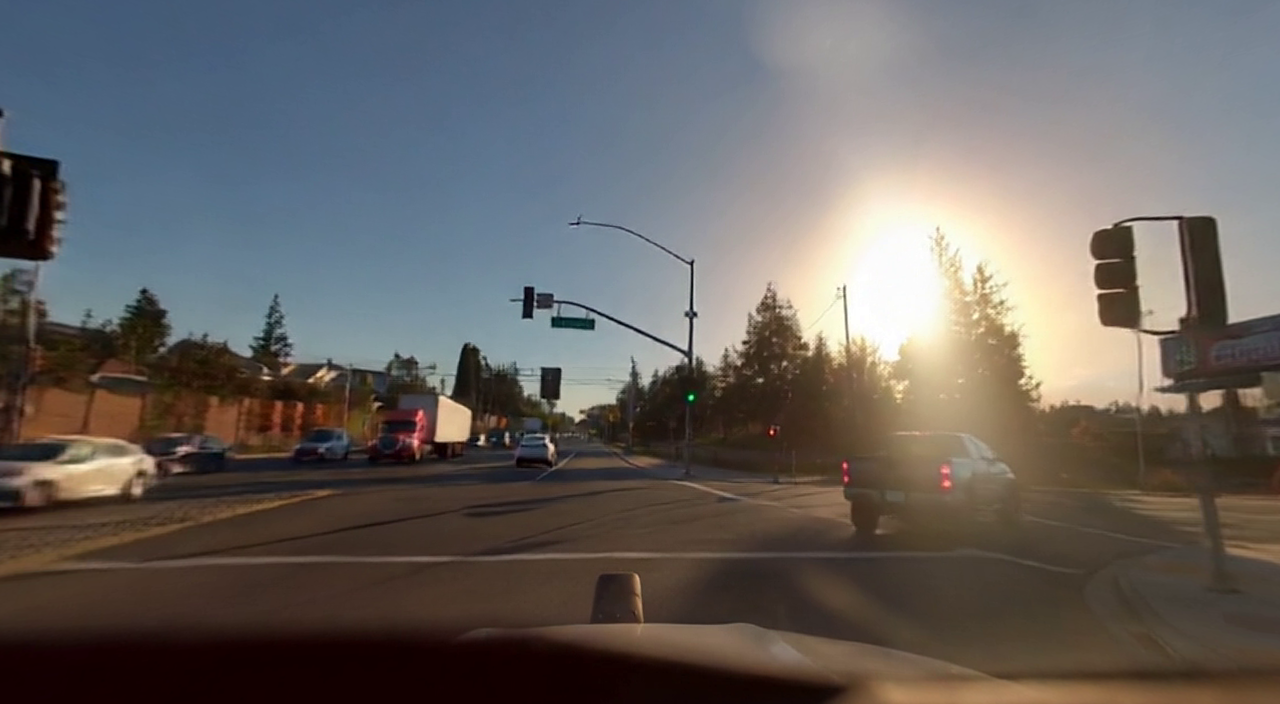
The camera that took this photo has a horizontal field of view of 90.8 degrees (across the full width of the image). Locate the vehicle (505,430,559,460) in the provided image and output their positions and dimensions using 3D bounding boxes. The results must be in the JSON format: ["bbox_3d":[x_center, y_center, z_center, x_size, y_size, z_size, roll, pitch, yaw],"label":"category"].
[{"bbox_3d":[-5.697,4.958,33.808,2.004,1.482,4.799,1,-8,0],"label":"vehicle"}]

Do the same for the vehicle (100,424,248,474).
[{"bbox_3d":[-15.261,3.195,21.045,1.864,1.456,4.409,2,-8,-5],"label":"vehicle"}]

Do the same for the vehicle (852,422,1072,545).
[{"bbox_3d":[6.661,2.471,12.753,2.404,1.926,5.251,-7,-11,44],"label":"vehicle"}]

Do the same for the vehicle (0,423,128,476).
[{"bbox_3d":[-19.013,3.044,20.058,1.908,1.482,4.621,2,-8,-6],"label":"vehicle"}]

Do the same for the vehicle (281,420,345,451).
[{"bbox_3d":[-21.635,5.583,42.000,1.972,1.898,4.620,1,-8,-4],"label":"vehicle"}]

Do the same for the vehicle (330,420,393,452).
[{"bbox_3d":[-17.265,5.259,39.460,2.013,1.787,4.823,1,-8,-4],"label":"vehicle"}]
